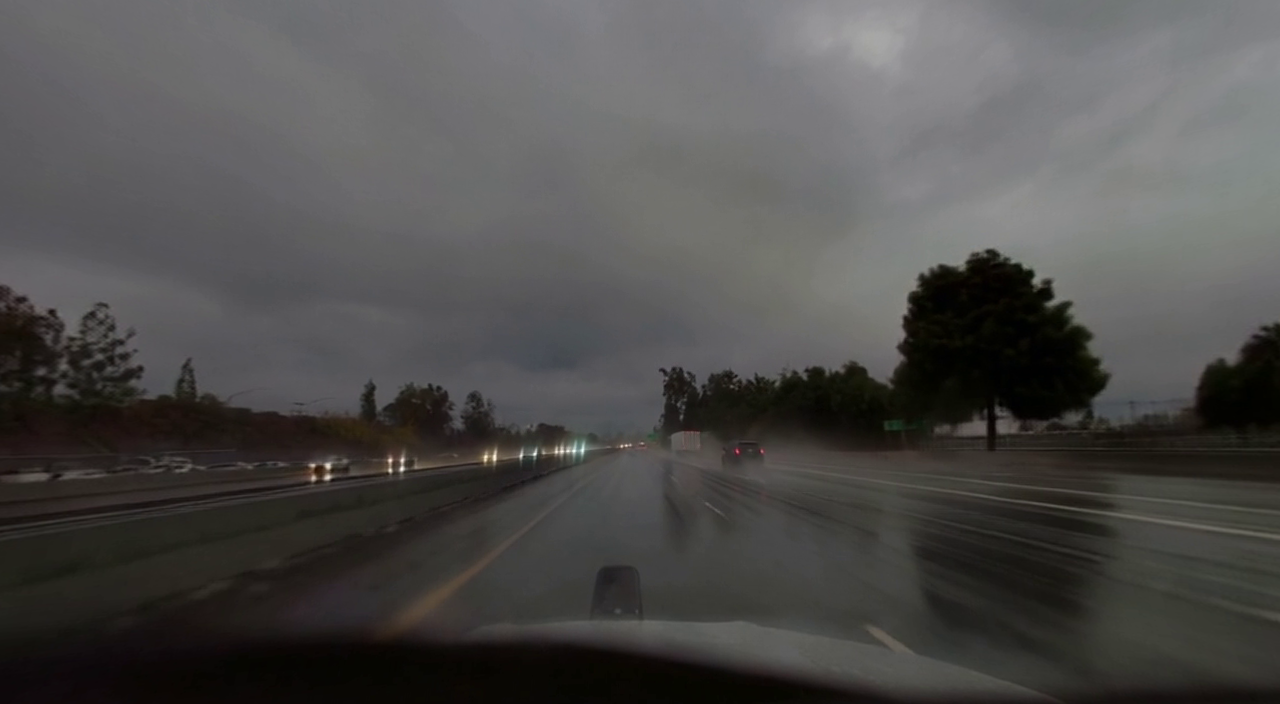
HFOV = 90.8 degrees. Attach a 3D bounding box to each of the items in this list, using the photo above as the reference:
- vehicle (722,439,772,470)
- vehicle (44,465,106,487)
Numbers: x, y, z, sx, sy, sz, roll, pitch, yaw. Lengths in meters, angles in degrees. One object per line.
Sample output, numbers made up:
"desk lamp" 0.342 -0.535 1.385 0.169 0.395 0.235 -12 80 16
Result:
"vehicle" 6.167 5.982 36.960 2.030 1.706 4.279 0 -9 -2
"vehicle" -41.499 9.116 46.523 1.574 1.349 3.499 -2 -8 -6
